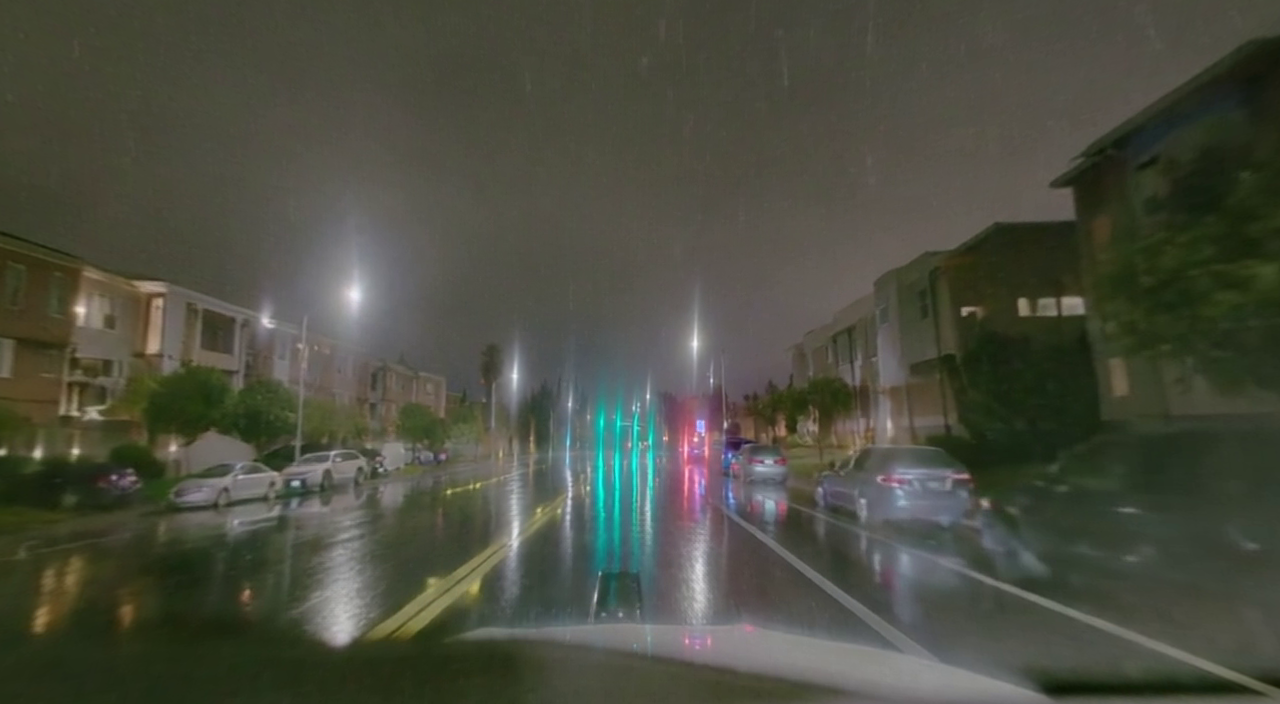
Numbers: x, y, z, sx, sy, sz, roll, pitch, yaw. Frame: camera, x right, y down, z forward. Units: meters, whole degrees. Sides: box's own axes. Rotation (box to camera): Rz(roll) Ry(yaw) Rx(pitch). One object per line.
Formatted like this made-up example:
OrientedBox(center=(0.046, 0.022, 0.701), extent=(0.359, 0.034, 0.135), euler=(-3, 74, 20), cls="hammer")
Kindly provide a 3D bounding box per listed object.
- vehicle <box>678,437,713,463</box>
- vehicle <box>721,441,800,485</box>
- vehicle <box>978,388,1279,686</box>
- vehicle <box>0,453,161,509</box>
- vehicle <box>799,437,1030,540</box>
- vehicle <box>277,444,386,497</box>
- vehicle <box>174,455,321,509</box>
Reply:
OrientedBox(center=(4.210, 7.584, 49.011), extent=(2.052, 1.859, 4.778), euler=(0, -8, -3), cls="vehicle")
OrientedBox(center=(4.467, 4.186, 24.170), extent=(1.923, 1.493, 4.628), euler=(0, -8, -2), cls="vehicle")
OrientedBox(center=(4.698, 1.205, 4.540), extent=(1.927, 1.718, 4.679), euler=(0, -8, 0), cls="vehicle")
OrientedBox(center=(-17.380, 3.808, 18.811), extent=(4.661, 1.523, 1.841), euler=(0, -8, 0), cls="vehicle")
OrientedBox(center=(4.660, 2.363, 11.708), extent=(2.024, 1.491, 4.647), euler=(0, -8, -2), cls="vehicle")
OrientedBox(center=(-12.770, 4.887, 26.662), extent=(2.149, 1.865, 5.247), euler=(-3, -8, -2), cls="vehicle")
OrientedBox(center=(-12.751, 4.205, 20.968), extent=(1.954, 1.491, 4.633), euler=(0, -8, -1), cls="vehicle")
